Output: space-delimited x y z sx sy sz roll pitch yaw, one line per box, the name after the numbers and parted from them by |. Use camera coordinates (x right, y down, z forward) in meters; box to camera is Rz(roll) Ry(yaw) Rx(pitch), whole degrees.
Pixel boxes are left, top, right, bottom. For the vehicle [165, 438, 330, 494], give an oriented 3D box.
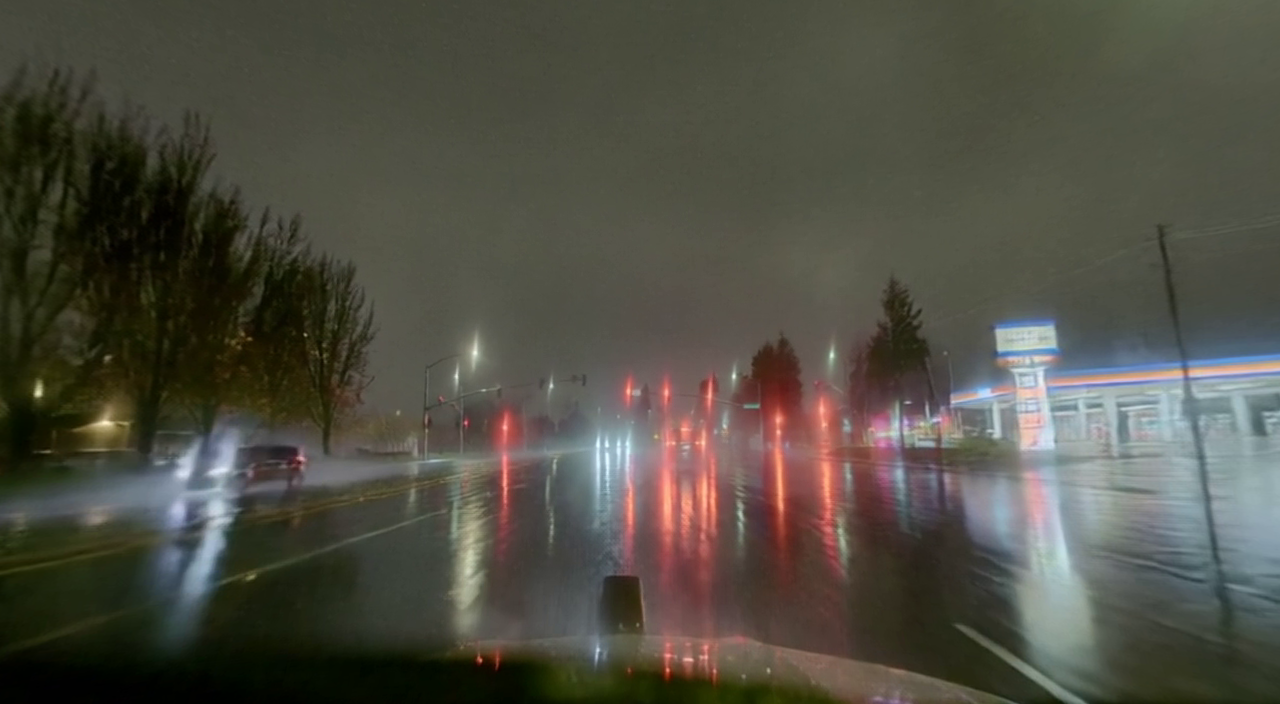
-11.831 3.435 19.431 1.911 1.489 4.423 -1 -8 6 | vehicle

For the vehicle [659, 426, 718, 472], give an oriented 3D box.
1.923 3.988 26.060 2.213 1.715 4.242 0 -8 2 | vehicle

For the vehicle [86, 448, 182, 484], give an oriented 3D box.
-26.205 5.839 32.584 4.428 1.708 1.952 -4 -9 25 | vehicle
